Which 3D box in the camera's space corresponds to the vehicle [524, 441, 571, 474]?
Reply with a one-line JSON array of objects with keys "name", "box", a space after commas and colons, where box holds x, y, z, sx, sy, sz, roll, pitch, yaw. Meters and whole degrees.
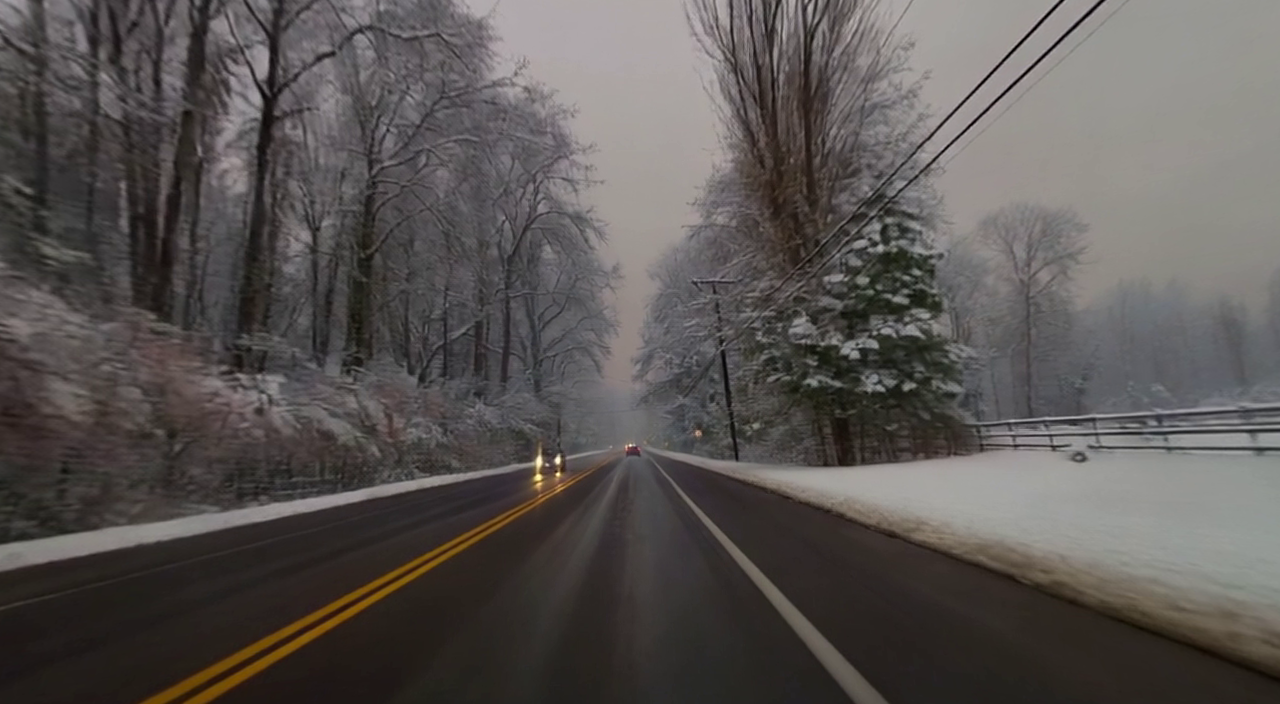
[{"name": "vehicle", "box": [-5.184, 5.975, 35.857, 1.998, 1.724, 4.296, 0, -9, 0]}]
